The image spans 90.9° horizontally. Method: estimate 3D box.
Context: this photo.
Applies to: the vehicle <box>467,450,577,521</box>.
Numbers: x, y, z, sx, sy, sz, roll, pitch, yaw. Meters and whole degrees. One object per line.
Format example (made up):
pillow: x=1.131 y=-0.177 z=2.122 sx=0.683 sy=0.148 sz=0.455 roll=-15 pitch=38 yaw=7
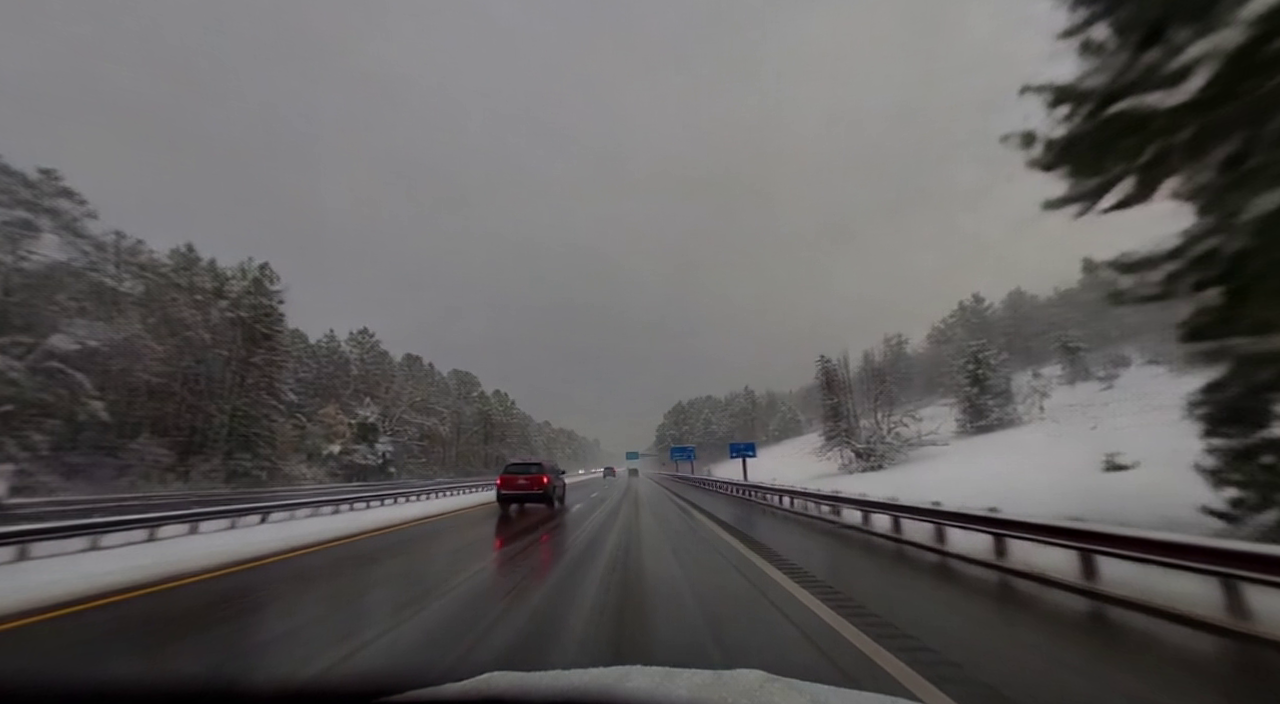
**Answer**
vehicle: x=-3.110 y=3.699 z=17.728 sx=2.107 sy=1.668 sz=4.554 roll=1 pitch=-11 yaw=1
